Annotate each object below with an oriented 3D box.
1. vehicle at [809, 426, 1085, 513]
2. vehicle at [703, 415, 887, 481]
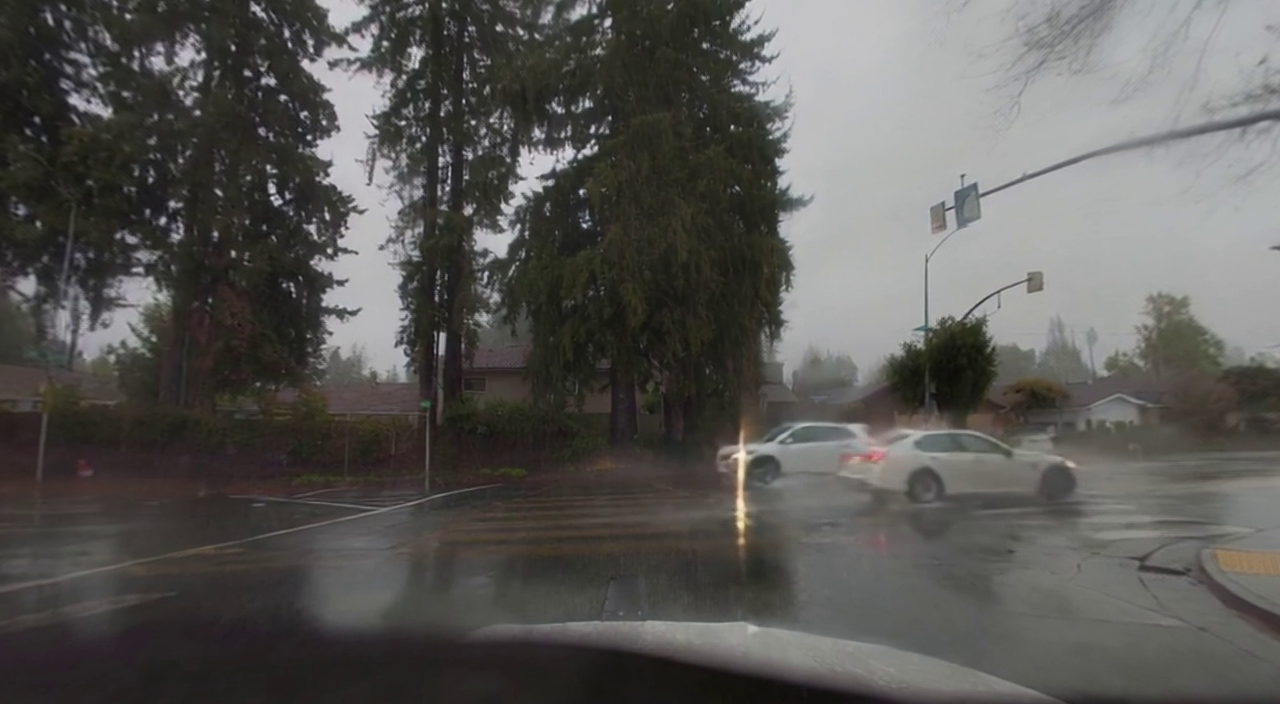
[{"bbox_3d":[5.726,2.155,11.945,4.517,1.419,1.836,2,-9,-16],"label":"vehicle"},{"bbox_3d":[4.546,2.837,18.791,4.882,1.783,2.093,2,-9,-16],"label":"vehicle"}]
